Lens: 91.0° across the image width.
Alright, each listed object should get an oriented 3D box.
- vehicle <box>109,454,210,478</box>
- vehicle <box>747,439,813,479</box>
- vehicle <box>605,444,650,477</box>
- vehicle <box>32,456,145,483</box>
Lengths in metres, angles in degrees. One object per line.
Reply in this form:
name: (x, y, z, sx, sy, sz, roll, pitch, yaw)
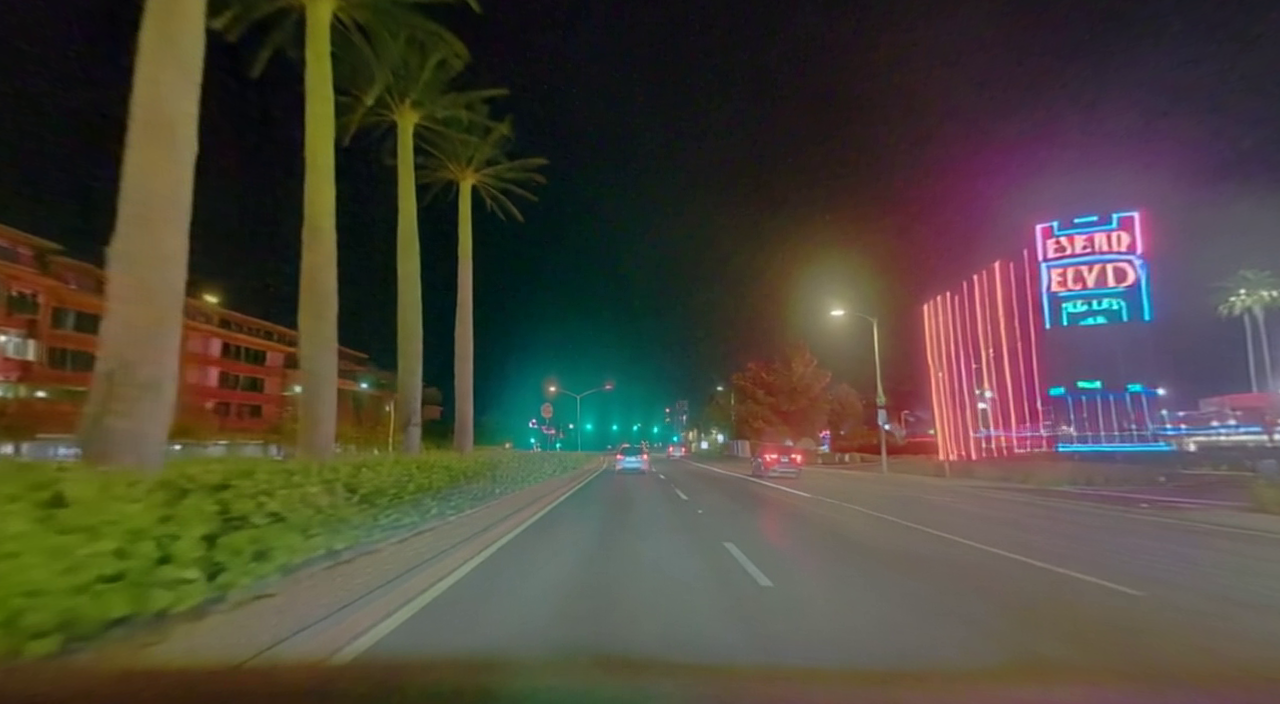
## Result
vehicle: (-31.170, 7.396, 40.917, 4.767, 1.489, 2.051, 0, -8, -3)
vehicle: (6.149, 4.733, 28.087, 1.949, 1.647, 3.894, 0, -8, -2)
vehicle: (-0.573, 4.984, 29.190, 1.970, 1.402, 3.756, 0, -8, -1)
vehicle: (-31.324, 6.662, 35.847, 4.452, 1.470, 2.016, 0, -8, -1)
